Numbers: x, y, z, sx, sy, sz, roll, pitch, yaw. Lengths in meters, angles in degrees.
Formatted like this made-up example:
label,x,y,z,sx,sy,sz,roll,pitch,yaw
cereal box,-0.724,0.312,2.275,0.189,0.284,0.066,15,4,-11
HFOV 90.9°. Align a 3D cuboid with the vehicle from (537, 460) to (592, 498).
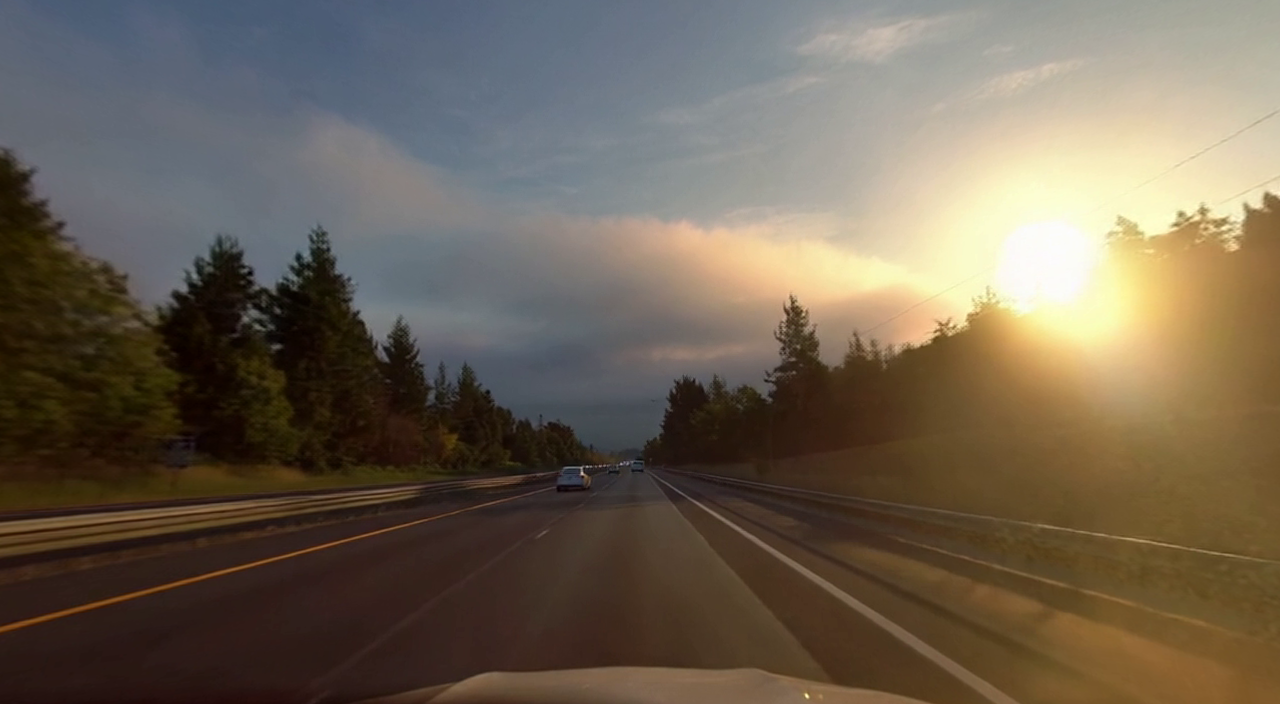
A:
label,x,y,z,sx,sy,sz,roll,pitch,yaw
vehicle,-3.292,5.642,28.163,1.900,1.550,4.146,1,-10,0
